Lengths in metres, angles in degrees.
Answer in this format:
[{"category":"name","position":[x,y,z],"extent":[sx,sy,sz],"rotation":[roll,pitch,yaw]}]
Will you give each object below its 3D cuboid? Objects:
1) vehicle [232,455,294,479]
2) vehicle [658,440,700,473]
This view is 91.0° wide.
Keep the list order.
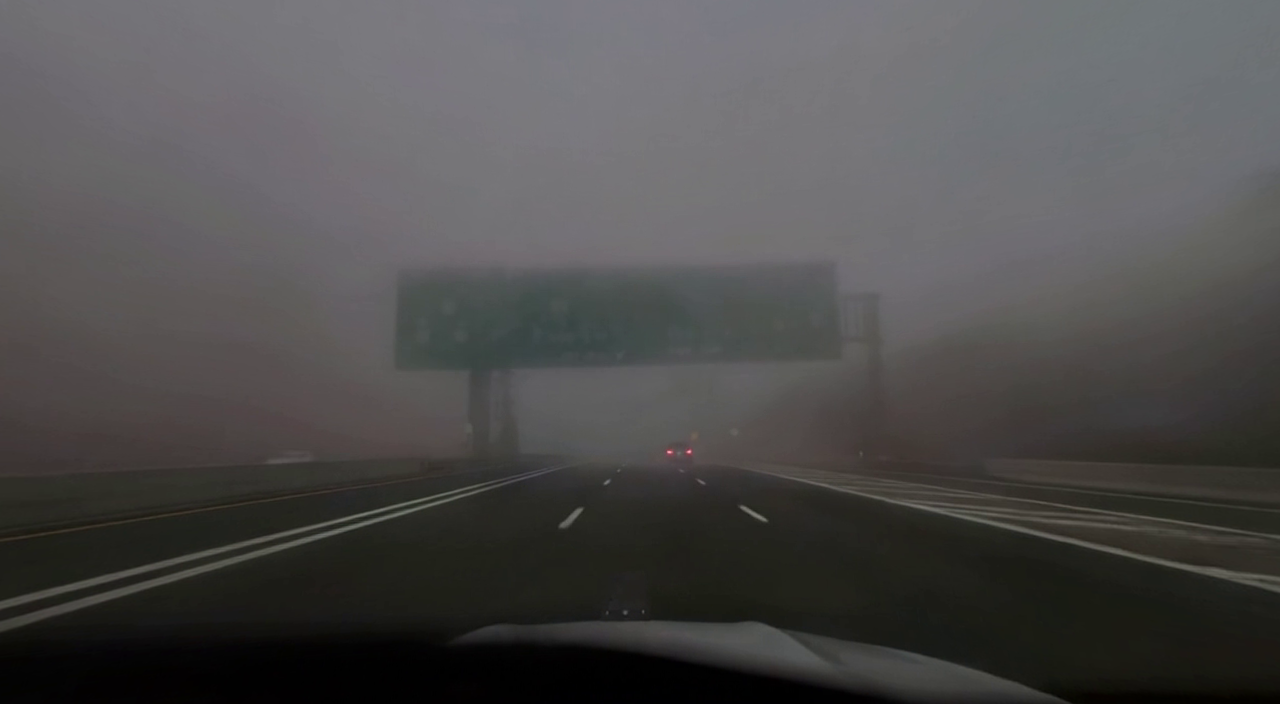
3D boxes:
[{"category":"vehicle","position":[-27.959,8.547,46.840],"extent":[1.813,1.608,4.213],"rotation":[0,-9,2]},{"category":"vehicle","position":[2.032,5.616,34.063],"extent":[2.050,1.654,4.192],"rotation":[0,-9,1]}]
